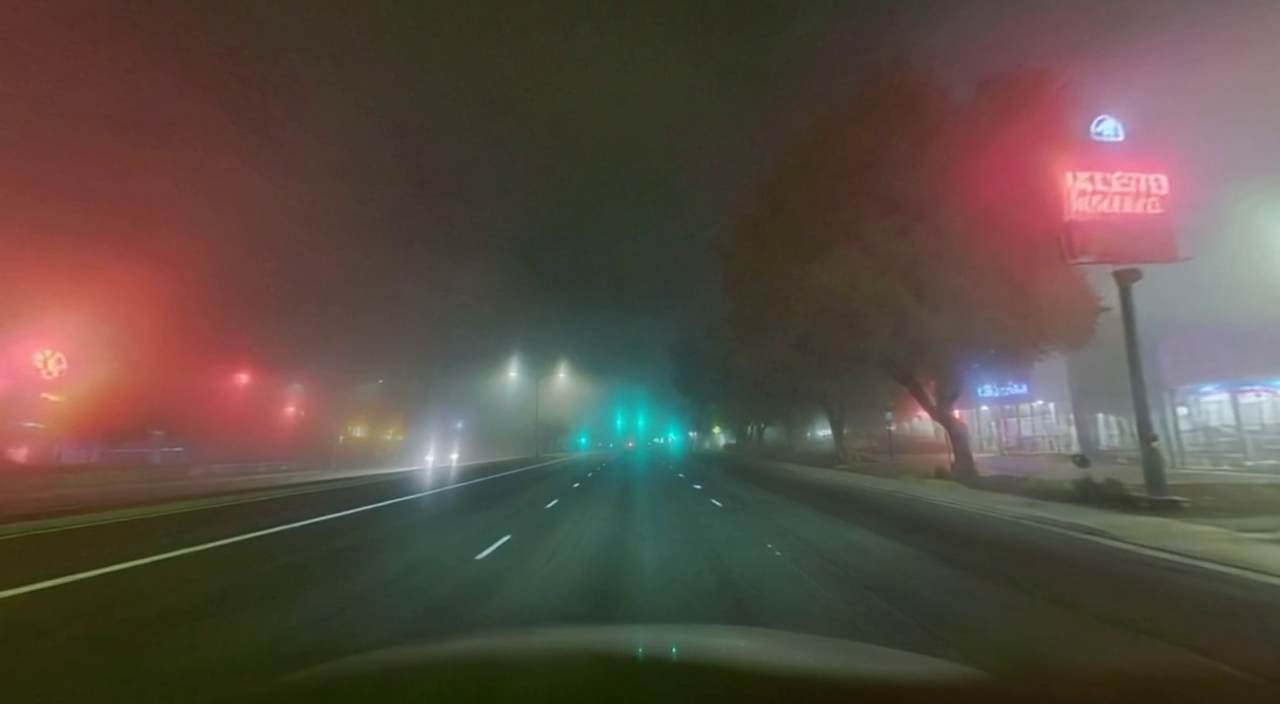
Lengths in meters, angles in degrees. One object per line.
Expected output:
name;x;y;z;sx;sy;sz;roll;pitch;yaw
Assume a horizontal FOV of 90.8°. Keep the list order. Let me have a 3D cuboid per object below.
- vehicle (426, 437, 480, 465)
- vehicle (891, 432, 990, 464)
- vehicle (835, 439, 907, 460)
vehicle;-12.700;6.744;43.327;2.187;1.776;4.832;0;-8;0
vehicle;17.032;5.485;35.973;4.634;1.745;1.893;0;-8;0
vehicle;17.084;7.201;46.827;4.564;1.522;1.851;1;-8;-8
